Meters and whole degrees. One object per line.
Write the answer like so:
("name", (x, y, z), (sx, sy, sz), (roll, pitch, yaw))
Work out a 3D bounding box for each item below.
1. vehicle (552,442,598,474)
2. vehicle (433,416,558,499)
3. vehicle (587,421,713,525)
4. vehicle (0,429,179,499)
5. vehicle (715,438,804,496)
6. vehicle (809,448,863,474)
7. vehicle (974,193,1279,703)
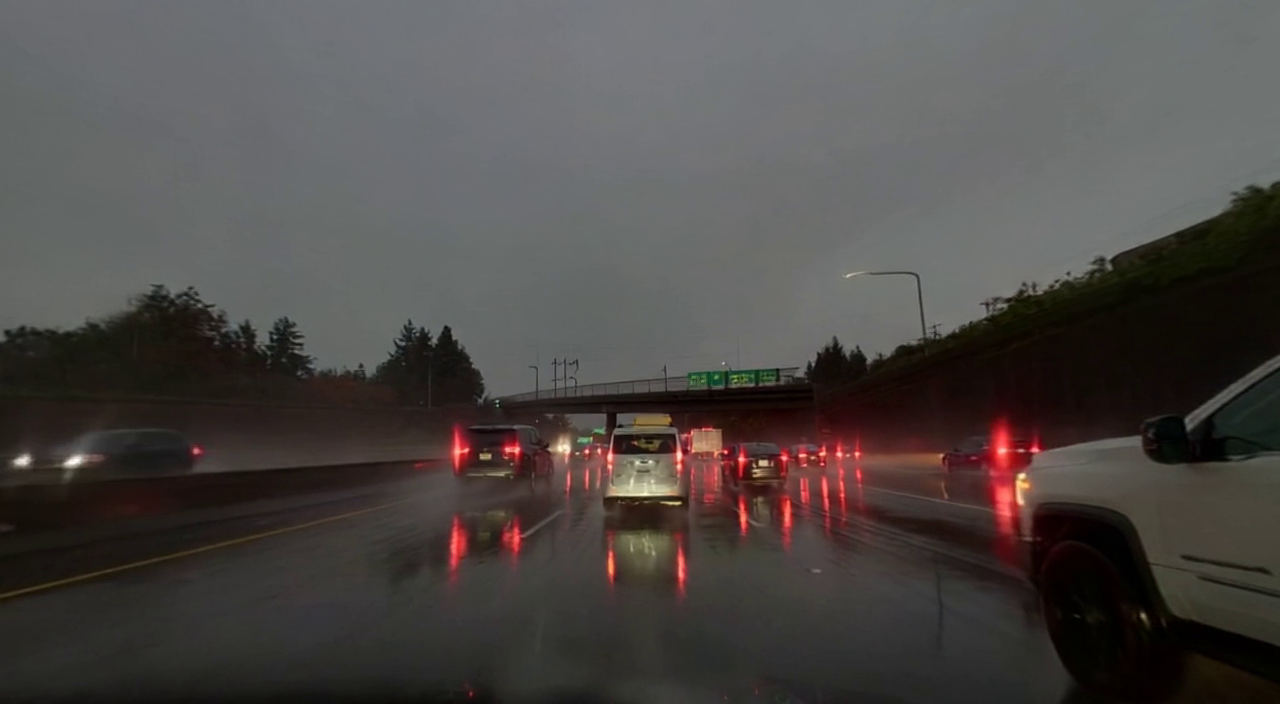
("vehicle", (-3.611, 5.995, 35.786), (1.982, 1.655, 4.604), (0, -9, 2))
("vehicle", (-4.107, 3.170, 19.228), (2.212, 2.101, 6.052), (0, -9, 1))
("vehicle", (0.209, 2.415, 13.044), (2.181, 1.756, 4.167), (0, -9, 1))
("vehicle", (-17.831, 3.566, 20.394), (2.024, 1.946, 4.793), (0, -9, 1))
("vehicle", (3.726, 3.672, 20.563), (2.022, 1.633, 4.651), (1, -9, 0))
("vehicle", (12.115, 6.754, 39.233), (1.945, 1.498, 4.385), (1, -9, 0))
("vehicle", (3.550, 0.455, 1.799), (2.300, 2.242, 5.327), (0, -9, 1))
